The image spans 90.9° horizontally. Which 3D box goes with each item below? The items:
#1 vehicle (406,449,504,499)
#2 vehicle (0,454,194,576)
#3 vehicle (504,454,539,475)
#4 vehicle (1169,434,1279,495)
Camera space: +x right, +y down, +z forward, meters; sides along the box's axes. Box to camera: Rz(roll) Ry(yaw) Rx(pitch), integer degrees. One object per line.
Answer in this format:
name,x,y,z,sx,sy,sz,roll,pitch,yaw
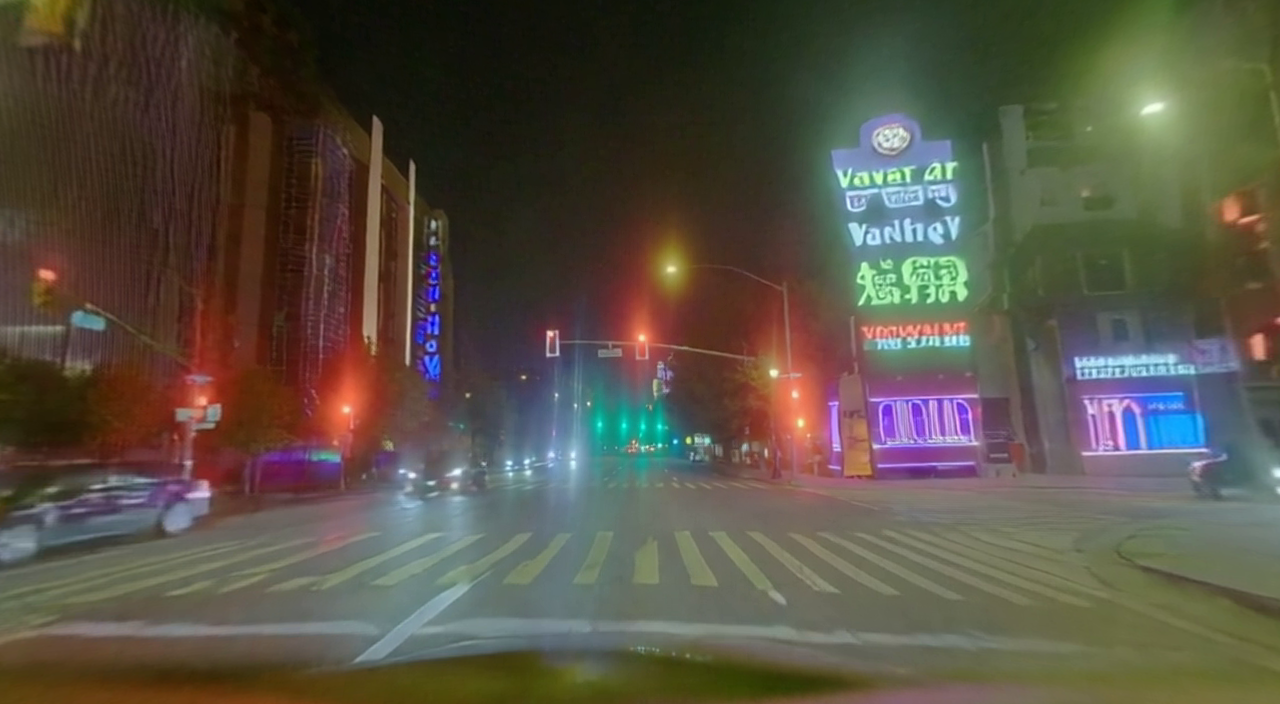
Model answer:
vehicle,-6.154,4.090,21.542,2.007,1.478,4.328,0,-8,1
vehicle,-9.378,2.370,9.685,2.071,1.534,4.025,0,-8,0
vehicle,-9.190,8.708,49.033,1.913,1.457,4.048,0,-8,1
vehicle,16.933,2.903,16.446,4.525,1.471,1.889,0,-9,0
